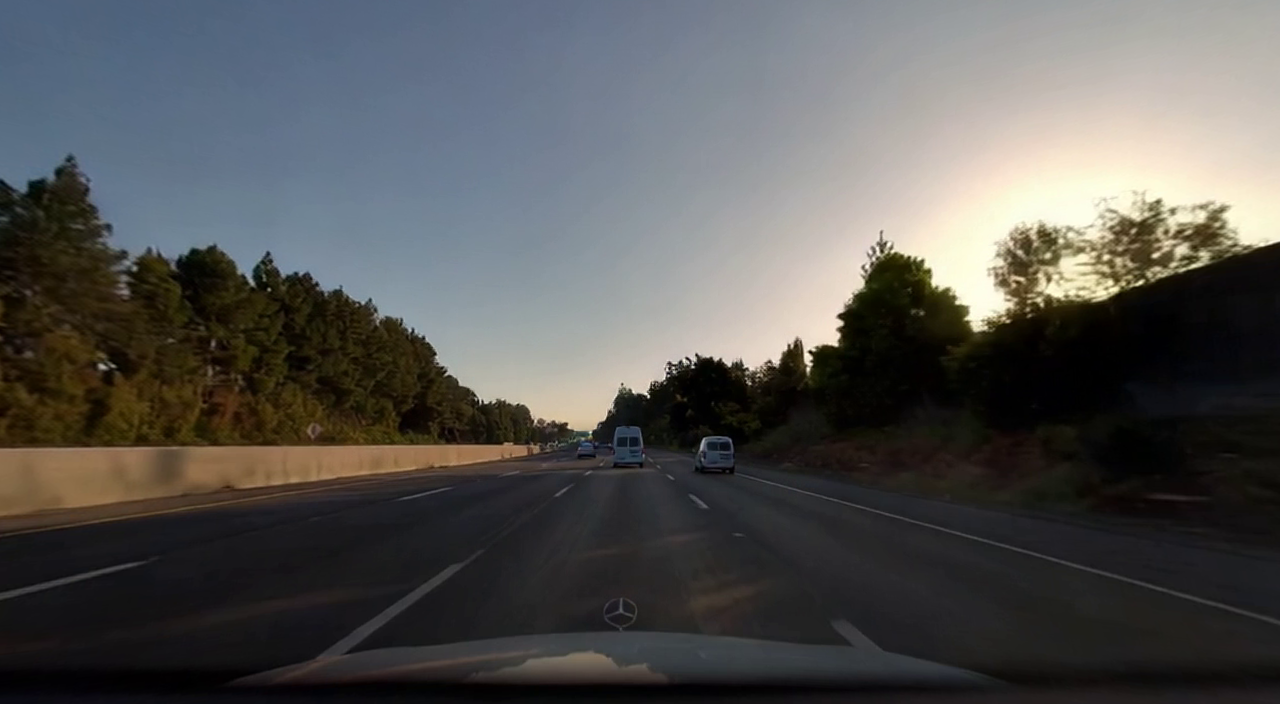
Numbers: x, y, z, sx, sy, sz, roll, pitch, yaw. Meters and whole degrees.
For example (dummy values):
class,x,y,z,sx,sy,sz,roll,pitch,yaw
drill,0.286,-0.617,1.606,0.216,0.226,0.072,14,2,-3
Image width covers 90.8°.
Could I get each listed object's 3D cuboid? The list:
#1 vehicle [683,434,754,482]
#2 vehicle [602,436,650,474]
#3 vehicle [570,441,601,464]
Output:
class,x,y,z,sx,sy,sz,roll,pitch,yaw
vehicle,3.064,4.232,25.561,2.160,1.759,4.214,0,-8,-3
vehicle,-0.691,5.255,32.387,2.297,1.783,4.355,0,-8,0
vehicle,-4.129,7.716,48.657,2.023,1.709,4.263,0,-8,0
